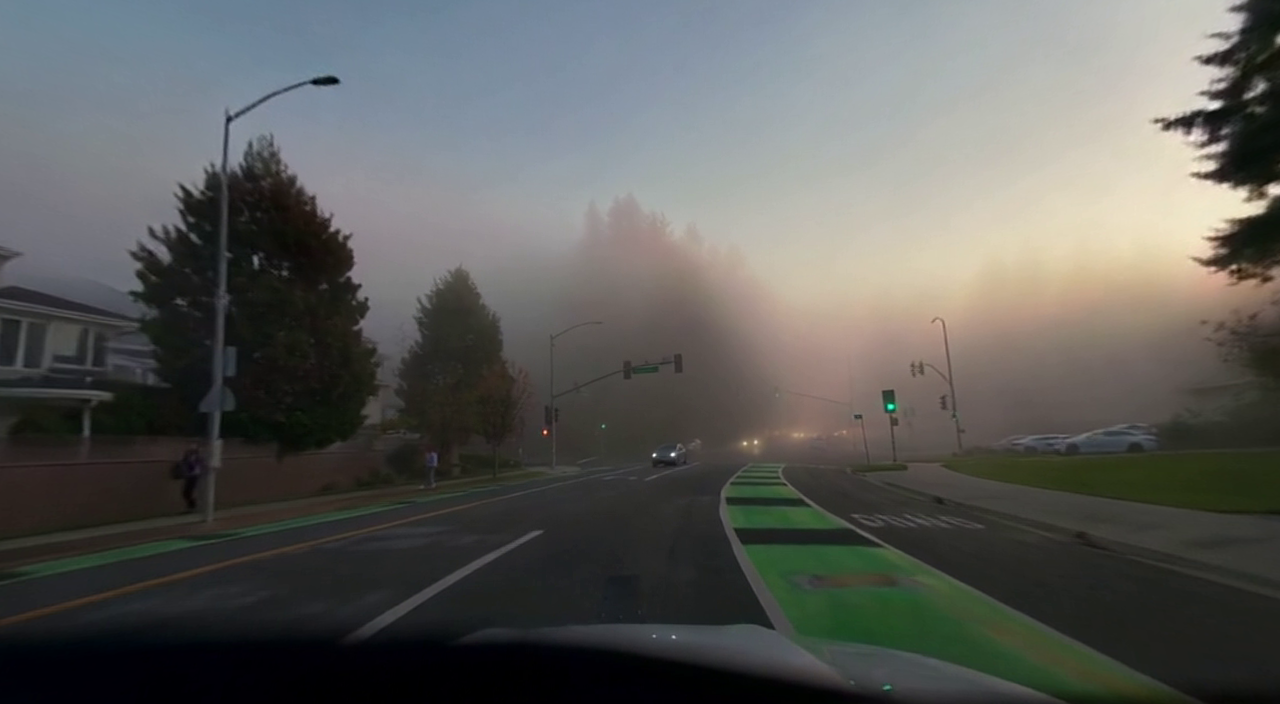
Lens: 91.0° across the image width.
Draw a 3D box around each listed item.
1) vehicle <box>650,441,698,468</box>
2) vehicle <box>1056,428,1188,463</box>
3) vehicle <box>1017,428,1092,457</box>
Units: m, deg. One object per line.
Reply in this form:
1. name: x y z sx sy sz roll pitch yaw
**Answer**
1. vehicle: 2.106 6.071 37.517 1.904 1.489 4.746 -3 -9 15
2. vehicle: 23.028 4.487 30.397 1.972 1.477 5.340 -2 -8 -2
3. vehicle: 23.478 5.194 35.855 1.937 1.474 5.114 -5 -10 15
